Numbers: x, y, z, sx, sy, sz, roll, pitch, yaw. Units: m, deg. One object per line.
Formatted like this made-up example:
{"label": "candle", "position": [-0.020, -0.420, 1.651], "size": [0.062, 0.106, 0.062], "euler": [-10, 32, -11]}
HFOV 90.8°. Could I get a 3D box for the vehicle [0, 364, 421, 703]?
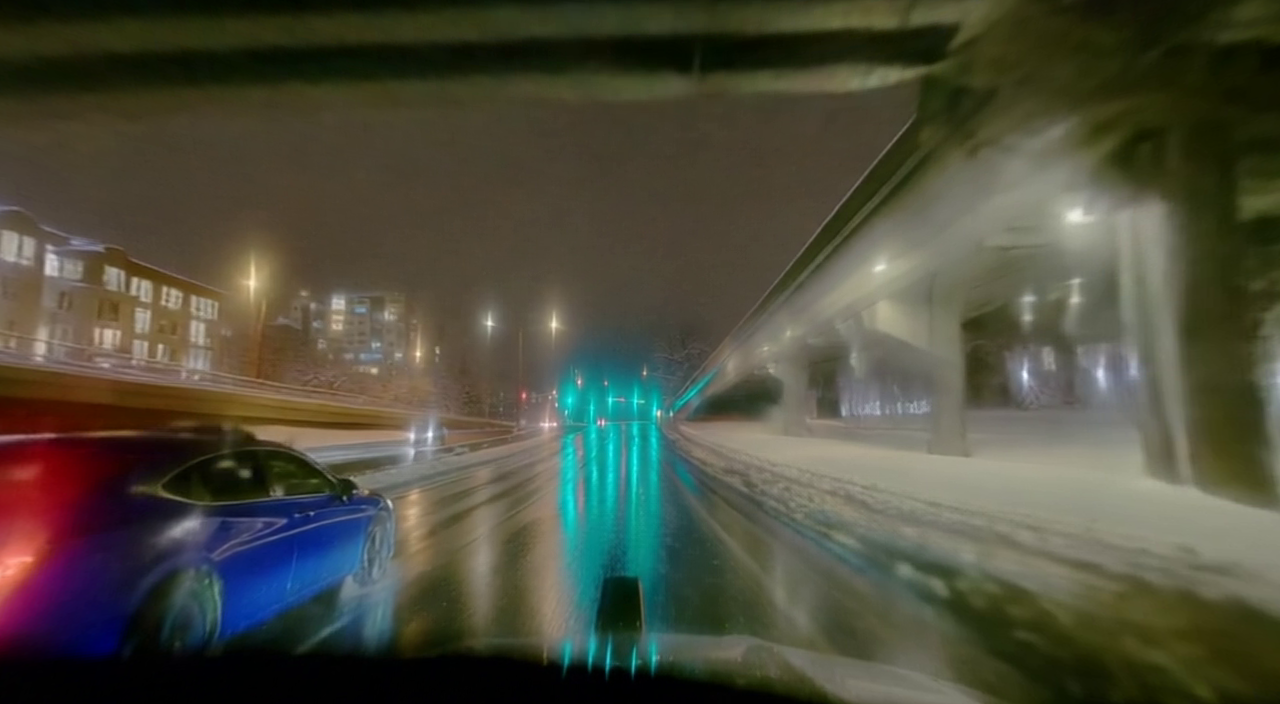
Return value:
{"label": "vehicle", "position": [-3.155, 1.055, 3.906], "size": [2.041, 1.470, 4.290], "euler": [0, -9, 0]}
